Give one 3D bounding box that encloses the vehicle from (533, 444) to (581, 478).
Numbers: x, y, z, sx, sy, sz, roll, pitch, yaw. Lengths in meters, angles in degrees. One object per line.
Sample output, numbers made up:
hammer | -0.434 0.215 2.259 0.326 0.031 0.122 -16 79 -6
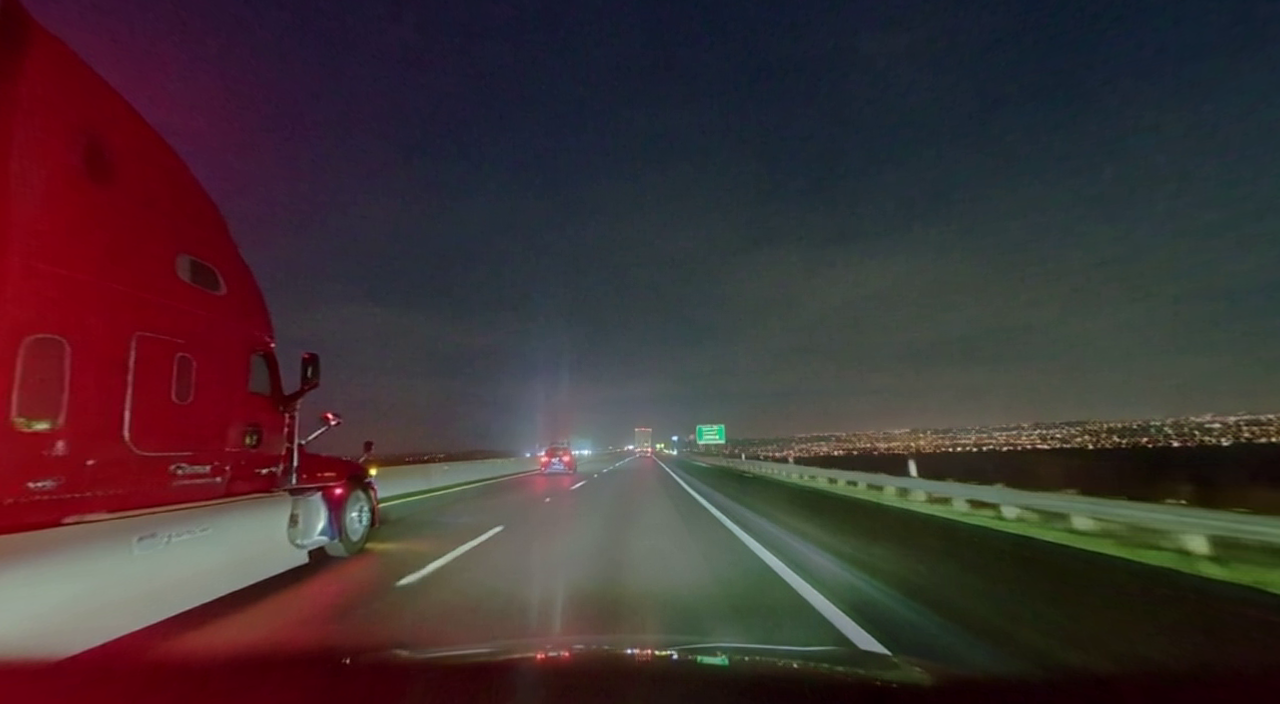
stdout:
vehicle | -4.077 5.399 31.526 1.880 1.569 3.714 0 -9 -1
